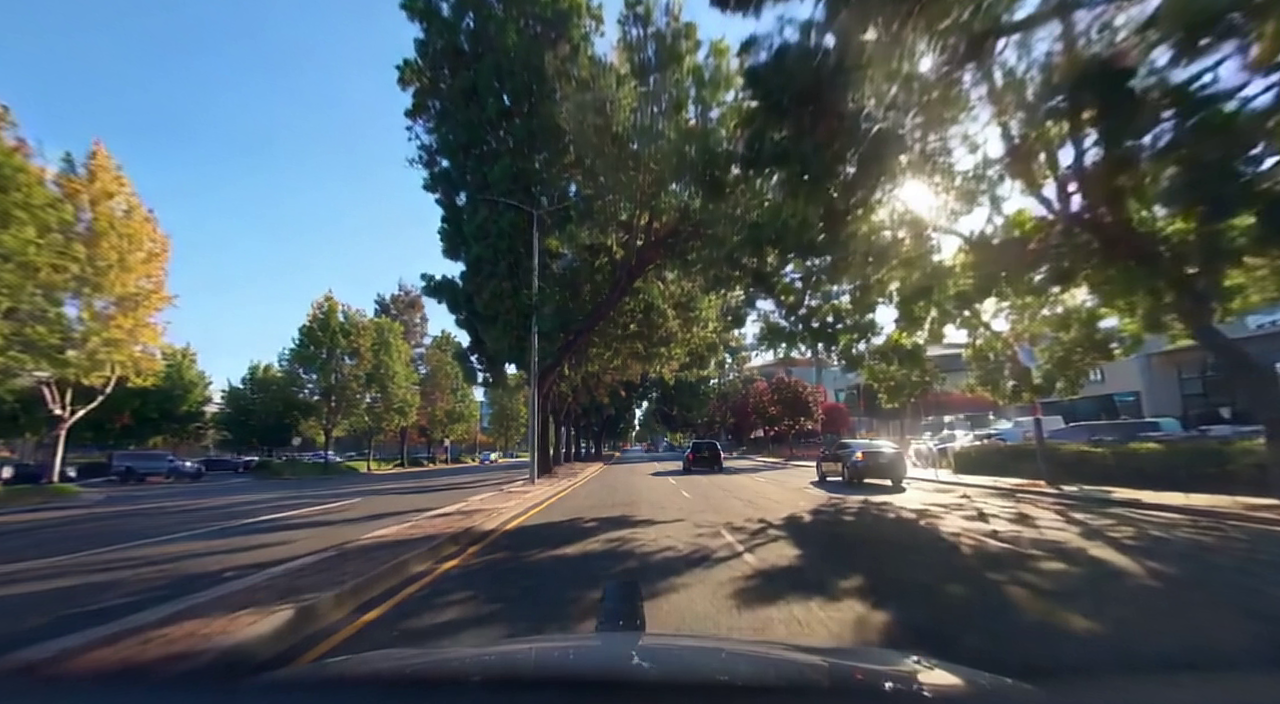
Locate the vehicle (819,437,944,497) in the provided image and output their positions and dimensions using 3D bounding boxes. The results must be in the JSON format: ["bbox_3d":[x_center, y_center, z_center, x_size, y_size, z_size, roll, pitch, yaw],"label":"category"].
[{"bbox_3d":[6.833,3.270,18.338,1.886,1.528,4.169,0,-9,-1],"label":"vehicle"}]

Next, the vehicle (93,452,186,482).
[{"bbox_3d":[-33.739,7.721,42.612,1.999,1.834,4.697,-1,-9,9],"label":"vehicle"}]

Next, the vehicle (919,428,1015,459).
[{"bbox_3d":[22.773,6.451,44.309,2.858,2.005,6.831,0,-8,-3],"label":"vehicle"}]

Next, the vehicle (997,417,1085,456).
[{"bbox_3d":[28.135,6.015,44.449,2.438,2.602,5.677,0,-9,0],"label":"vehicle"}]

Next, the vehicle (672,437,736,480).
[{"bbox_3d":[2.641,4.531,27.077,2.161,1.676,4.151,0,-9,-2],"label":"vehicle"}]

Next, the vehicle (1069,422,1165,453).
[{"bbox_3d":[33.334,6.059,44.269,2.307,2.019,5.604,0,-9,-1],"label":"vehicle"}]
